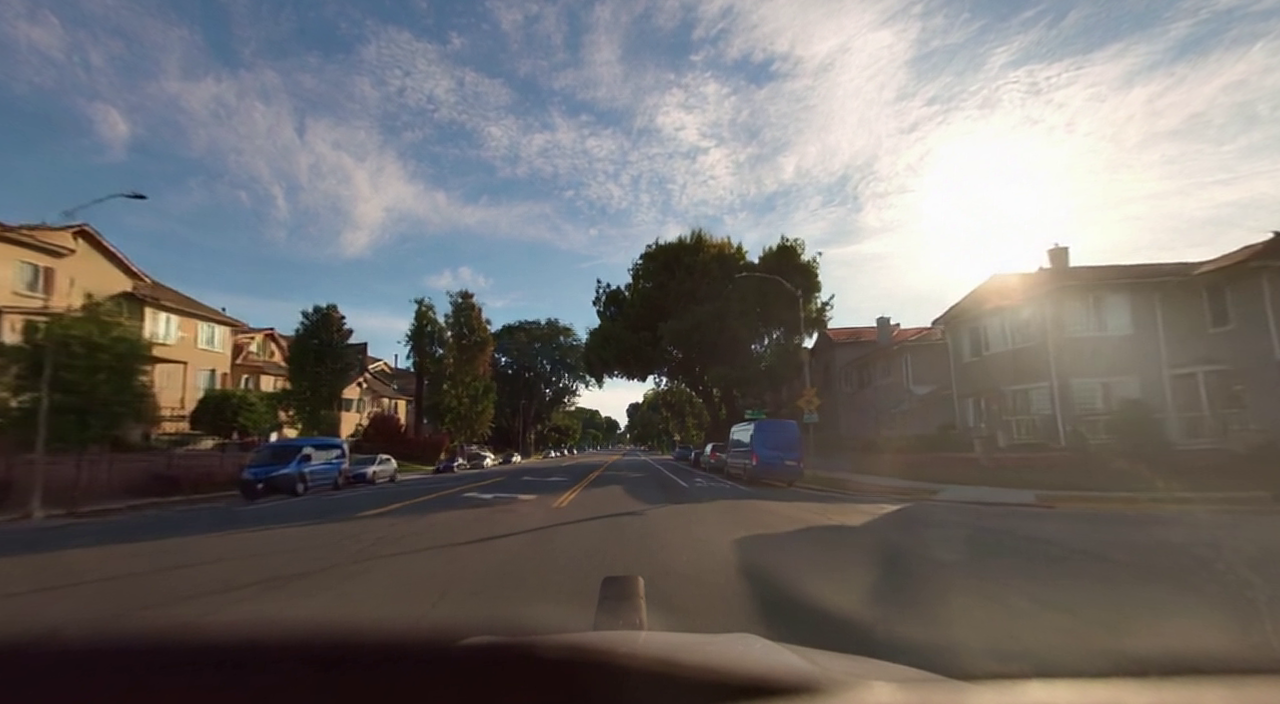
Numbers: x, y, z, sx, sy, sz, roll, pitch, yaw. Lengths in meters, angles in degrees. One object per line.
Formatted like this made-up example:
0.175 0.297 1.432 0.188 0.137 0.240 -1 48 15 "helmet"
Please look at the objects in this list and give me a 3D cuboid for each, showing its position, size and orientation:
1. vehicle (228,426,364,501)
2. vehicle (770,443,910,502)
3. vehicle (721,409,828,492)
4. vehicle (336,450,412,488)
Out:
-12.727 4.094 23.917 2.164 2.386 5.460 -2 -7 -1 "vehicle"
5.489 3.343 18.049 1.848 1.468 4.332 2 -9 -12 "vehicle"
4.761 3.635 23.543 2.414 2.670 5.833 1 -8 -3 "vehicle"
-12.552 5.490 30.099 1.892 1.472 4.523 -2 -7 -3 "vehicle"
